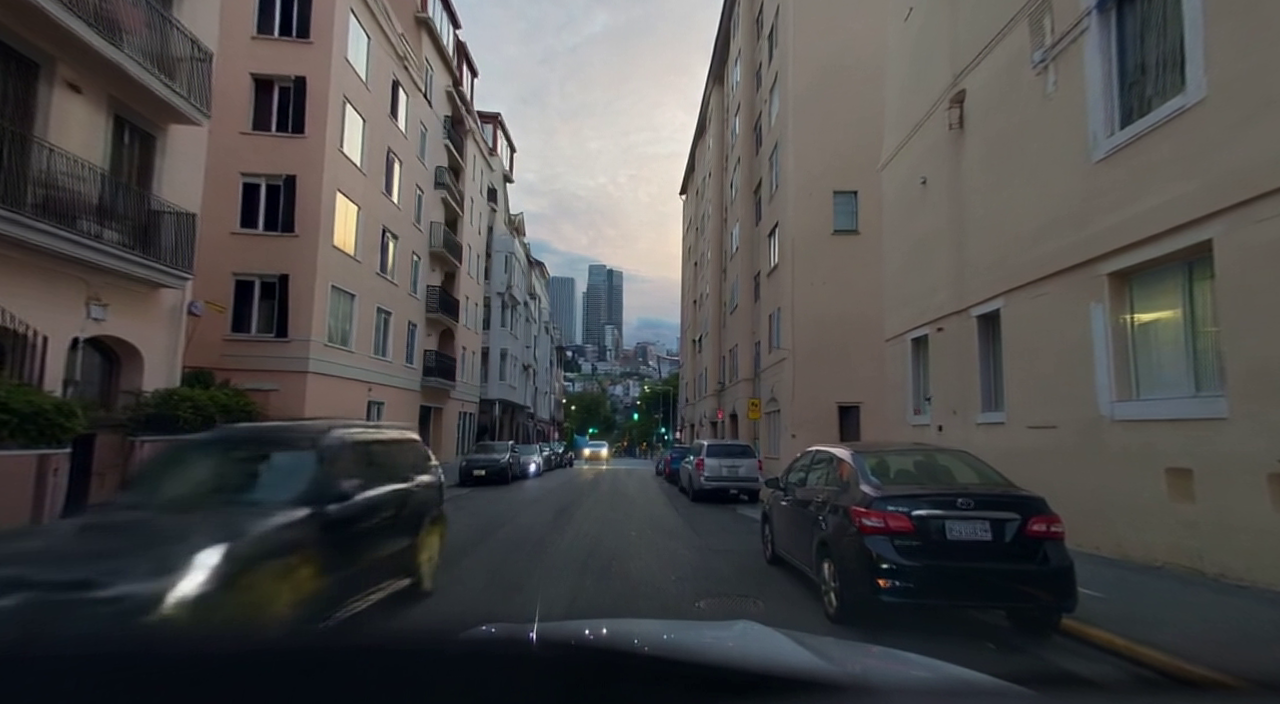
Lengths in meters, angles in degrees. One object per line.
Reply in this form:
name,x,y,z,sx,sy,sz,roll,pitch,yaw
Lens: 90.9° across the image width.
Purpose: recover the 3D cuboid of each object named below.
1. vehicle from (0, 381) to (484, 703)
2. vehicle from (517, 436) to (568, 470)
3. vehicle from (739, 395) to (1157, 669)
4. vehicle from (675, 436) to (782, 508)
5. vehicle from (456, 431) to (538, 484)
vehicle,-2.522,1.122,4.230,1.845,1.544,3.388,-1,-8,4
vehicle,-4.881,5.148,32.129,1.872,1.484,3.978,5,-9,0
vehicle,2.229,1.378,5.932,1.839,1.678,3.918,0,-8,-2
vehicle,1.954,2.771,15.184,1.786,1.447,4.314,0,-8,-2
vehicle,-4.921,3.719,22.300,1.942,1.521,3.761,5,-9,0
